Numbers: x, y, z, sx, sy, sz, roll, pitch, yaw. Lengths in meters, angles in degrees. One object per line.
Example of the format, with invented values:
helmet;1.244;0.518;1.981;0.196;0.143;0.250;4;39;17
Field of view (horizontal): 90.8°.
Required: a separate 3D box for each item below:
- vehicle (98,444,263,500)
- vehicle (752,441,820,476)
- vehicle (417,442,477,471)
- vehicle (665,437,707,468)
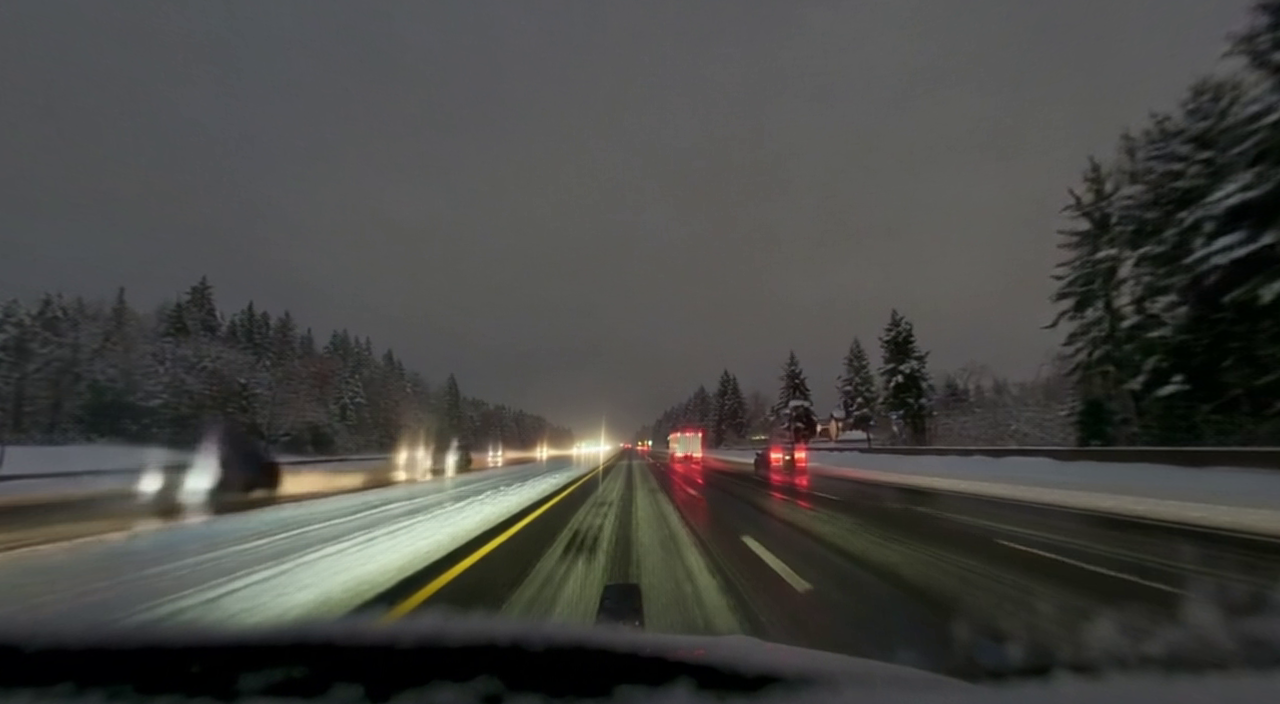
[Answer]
vehicle;-15.001;3.881;21.048;2.038;1.583;4.642;0;-8;0
vehicle;6.483;4.758;28.521;2.009;1.456;4.097;0;-9;-1
vehicle;-11.353;6.166;37.526;2.053;1.602;4.777;0;-9;0
vehicle;2.841;6.385;40.345;2.258;1.824;4.908;0;-9;-1
